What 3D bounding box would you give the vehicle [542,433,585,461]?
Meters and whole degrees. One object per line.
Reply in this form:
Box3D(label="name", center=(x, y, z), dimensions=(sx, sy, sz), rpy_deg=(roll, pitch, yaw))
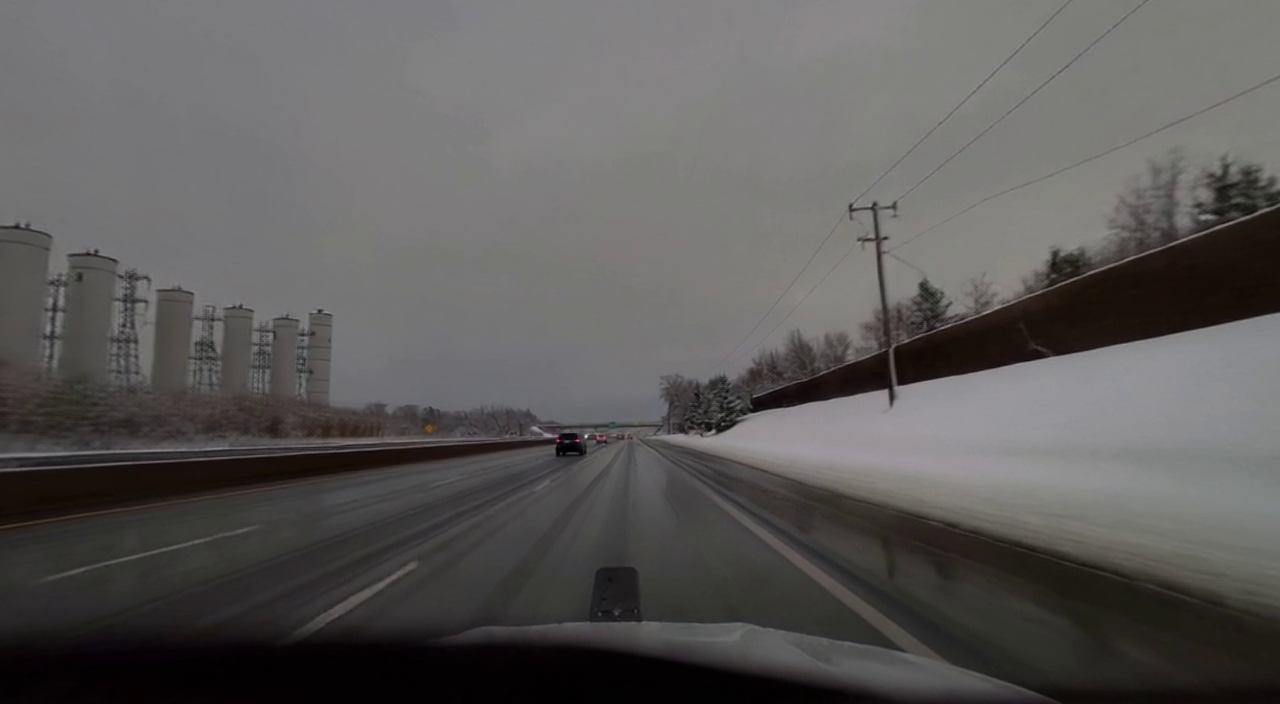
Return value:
Box3D(label="vehicle", center=(-4.139, 5.182, 34.574), dimensions=(1.952, 1.462, 3.969), rpy_deg=(0, -8, -1))
